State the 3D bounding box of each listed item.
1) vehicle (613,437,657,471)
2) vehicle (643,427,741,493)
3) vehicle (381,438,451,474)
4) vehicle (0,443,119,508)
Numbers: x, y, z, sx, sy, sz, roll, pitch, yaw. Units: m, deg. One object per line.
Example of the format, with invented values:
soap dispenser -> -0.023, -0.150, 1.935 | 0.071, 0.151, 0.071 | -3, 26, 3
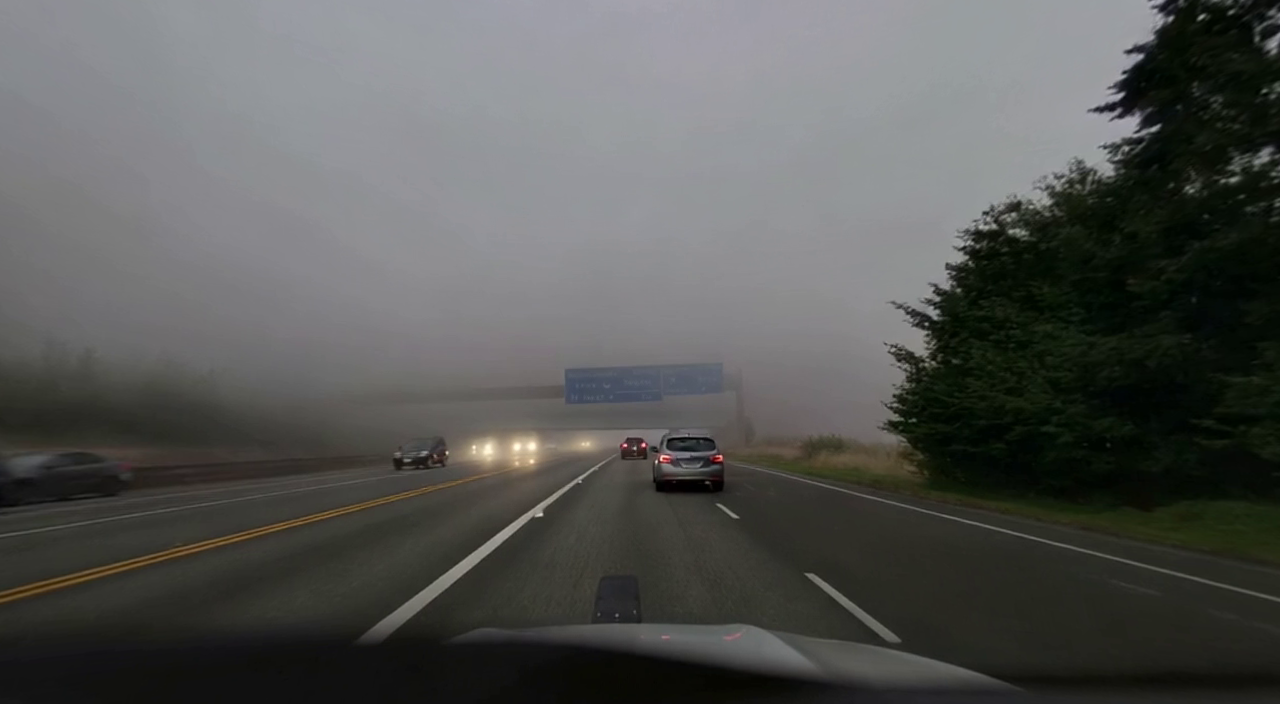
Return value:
vehicle -> -0.247, 4.892, 30.377 | 1.968, 1.482, 3.586 | 0, -8, -1
vehicle -> 1.336, 3.008, 17.954 | 2.092, 1.636, 4.024 | 0, -8, -5
vehicle -> -11.309, 5.240, 32.152 | 2.012, 1.680, 4.360 | 0, -8, -1
vehicle -> -14.772, 3.024, 15.498 | 1.592, 1.442, 2.542 | 0, -10, 0
